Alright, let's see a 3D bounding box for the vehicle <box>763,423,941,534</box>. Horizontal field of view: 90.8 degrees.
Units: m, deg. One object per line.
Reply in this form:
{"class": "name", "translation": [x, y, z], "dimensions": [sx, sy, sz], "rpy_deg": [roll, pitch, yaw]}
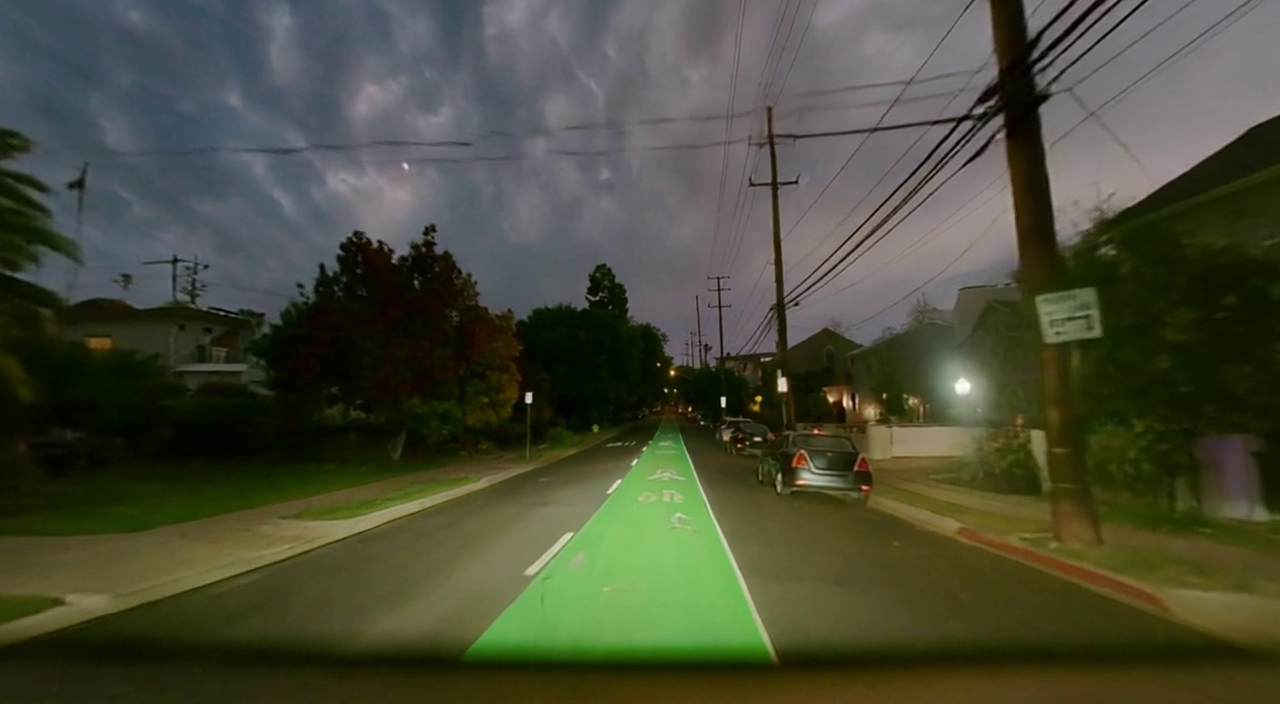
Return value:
{"class": "vehicle", "translation": [3.582, 2.199, 11.628], "dimensions": [2.235, 1.500, 4.496], "rpy_deg": [2, -8, 7]}

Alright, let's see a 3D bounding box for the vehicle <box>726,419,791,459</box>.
{"class": "vehicle", "translation": [4.826, 3.664, 26.383], "dimensions": [1.981, 1.512, 4.144], "rpy_deg": [0, -9, 1]}
